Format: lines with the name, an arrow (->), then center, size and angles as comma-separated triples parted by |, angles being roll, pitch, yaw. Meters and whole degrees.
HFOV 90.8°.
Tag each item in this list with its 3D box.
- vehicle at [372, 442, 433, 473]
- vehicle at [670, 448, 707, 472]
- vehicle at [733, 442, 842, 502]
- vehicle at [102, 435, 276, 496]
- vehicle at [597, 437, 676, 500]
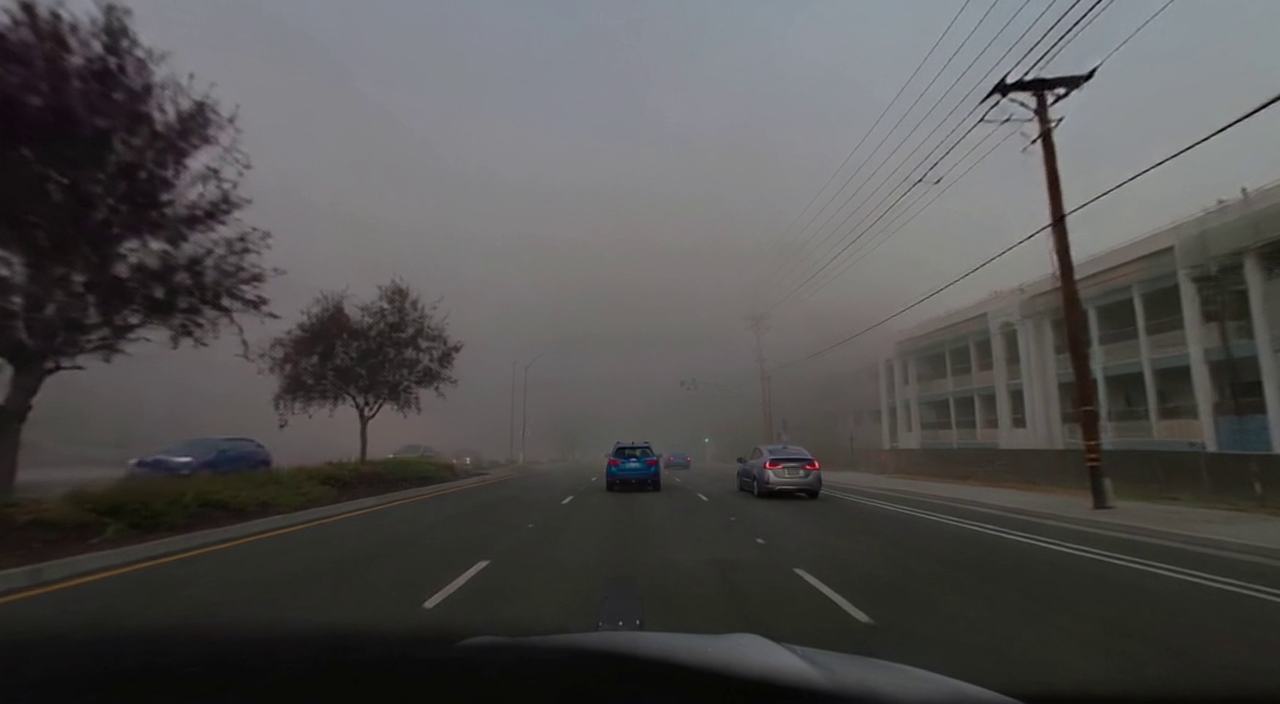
vehicle -> -14.309, 6.344, 38.375 | 2.064, 1.745, 4.495 | 0, -8, -1
vehicle -> 3.120, 7.045, 41.508 | 2.054, 1.461, 4.321 | 0, -8, -1
vehicle -> 4.158, 3.443, 18.644 | 2.086, 1.534, 4.351 | 0, -8, -1
vehicle -> -13.549, 3.407, 19.421 | 1.982, 1.639, 4.553 | 0, -8, 0
vehicle -> -0.132, 3.334, 18.522 | 2.073, 1.606, 3.933 | 0, -8, -1
